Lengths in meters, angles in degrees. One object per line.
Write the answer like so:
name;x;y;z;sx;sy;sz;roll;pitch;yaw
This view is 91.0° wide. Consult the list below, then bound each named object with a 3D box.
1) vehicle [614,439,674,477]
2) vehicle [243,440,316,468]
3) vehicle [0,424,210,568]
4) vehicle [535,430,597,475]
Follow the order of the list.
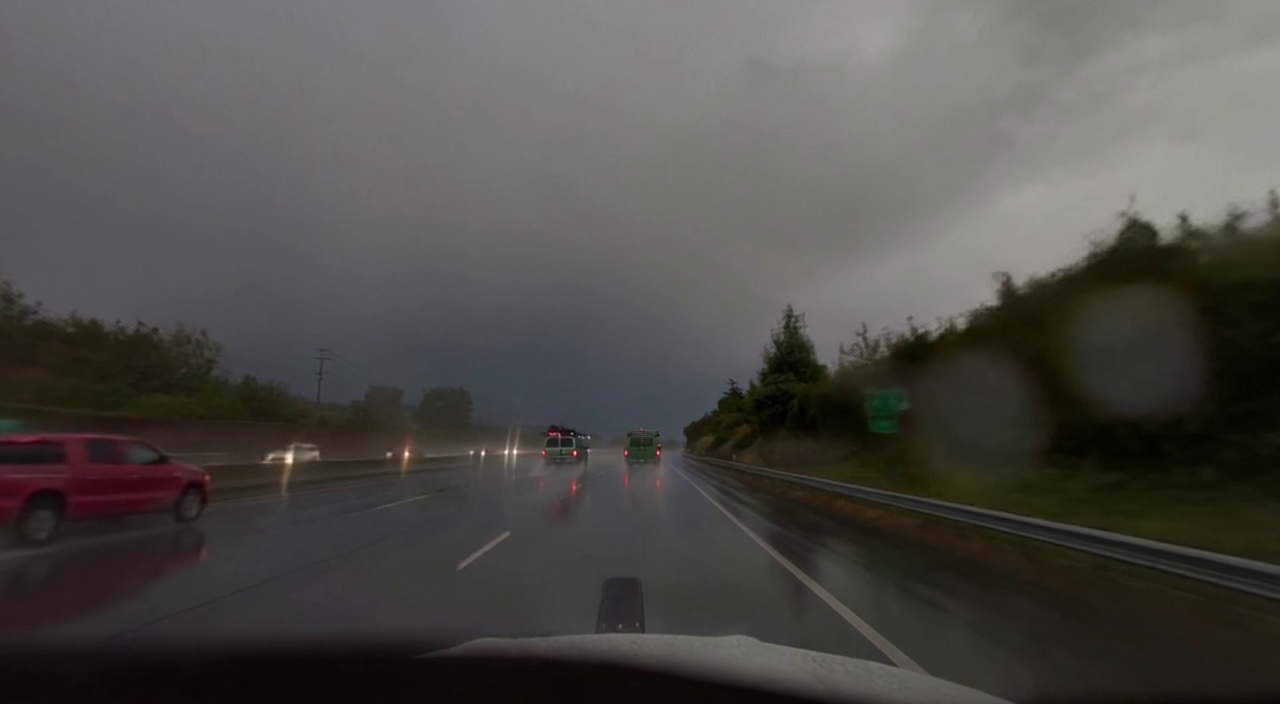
vehicle;0.233;5.162;30.963;2.715;1.669;5.163;0;-9;1
vehicle;-24.919;7.053;43.759;2.028;1.820;4.970;0;-9;1
vehicle;-7.906;1.678;7.709;2.149;1.526;4.361;0;-9;1
vehicle;-3.419;4.814;30.240;2.250;1.947;4.860;0;-9;2
